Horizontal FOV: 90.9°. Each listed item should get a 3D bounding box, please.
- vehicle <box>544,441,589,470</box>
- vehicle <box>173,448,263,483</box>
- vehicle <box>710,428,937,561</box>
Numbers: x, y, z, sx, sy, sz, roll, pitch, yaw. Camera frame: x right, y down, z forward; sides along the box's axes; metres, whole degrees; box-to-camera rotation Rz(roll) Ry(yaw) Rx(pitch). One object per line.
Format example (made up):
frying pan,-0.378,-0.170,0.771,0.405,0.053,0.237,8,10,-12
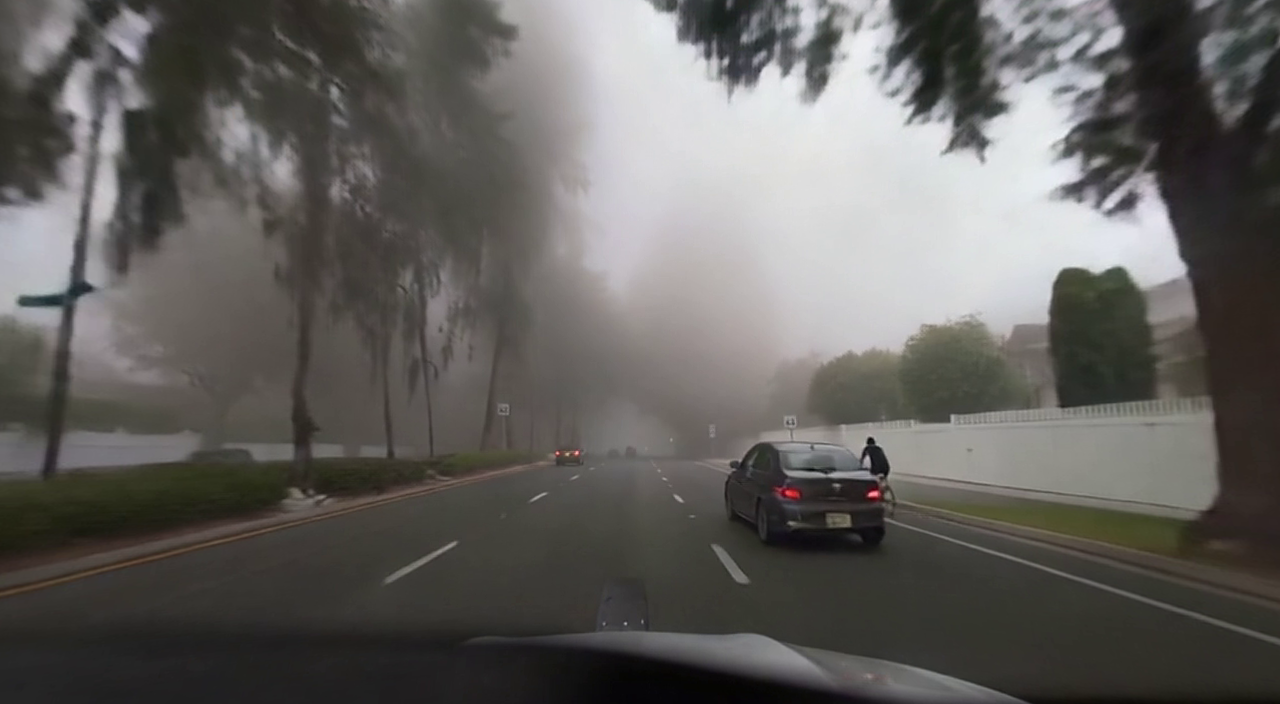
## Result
vehicle,-4.108,5.866,35.890,2.011,1.480,4.517,0,-9,0
vehicle,-21.936,5.884,32.966,1.816,1.717,4.024,0,-9,0
vehicle,2.372,1.983,9.550,1.992,1.511,4.464,1,-9,-1
